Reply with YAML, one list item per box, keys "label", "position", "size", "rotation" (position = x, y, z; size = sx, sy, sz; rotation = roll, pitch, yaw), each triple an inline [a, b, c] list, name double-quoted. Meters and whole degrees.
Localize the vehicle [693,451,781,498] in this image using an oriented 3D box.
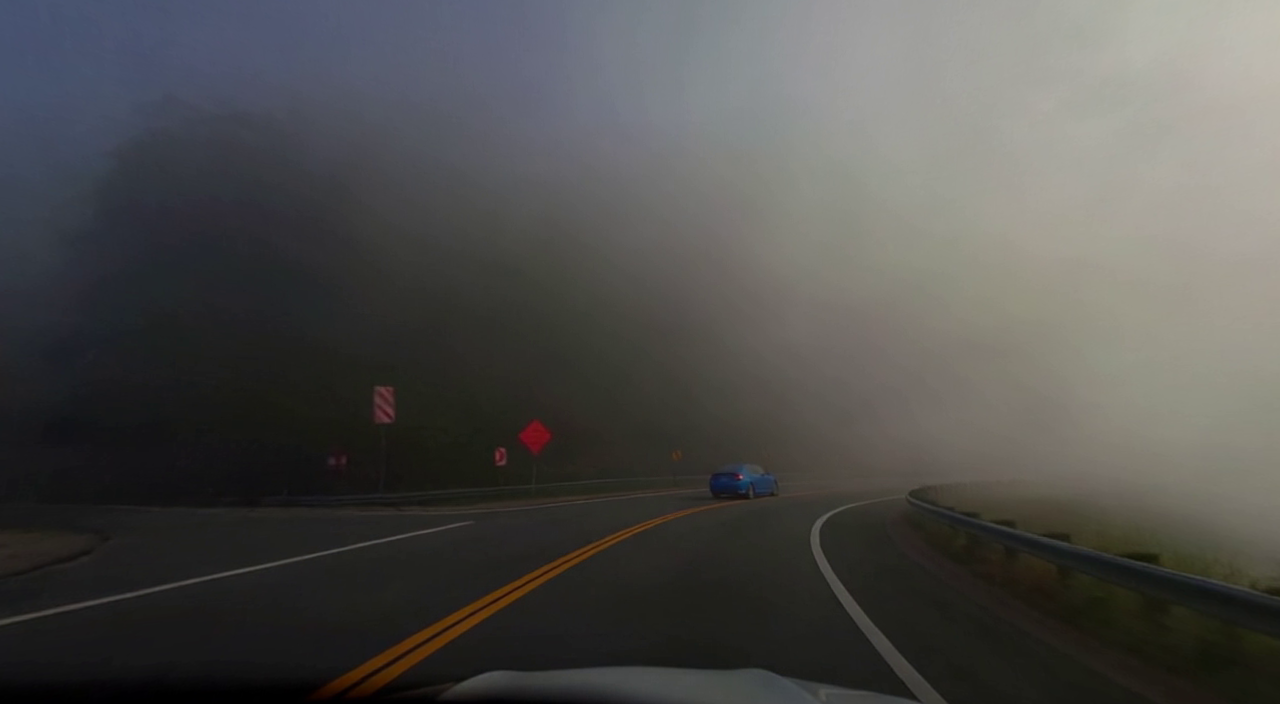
- label: "vehicle"
  position: [4.001, 4.905, 25.371]
  size: [1.997, 1.692, 4.422]
  rotation: [-5, -12, 30]
